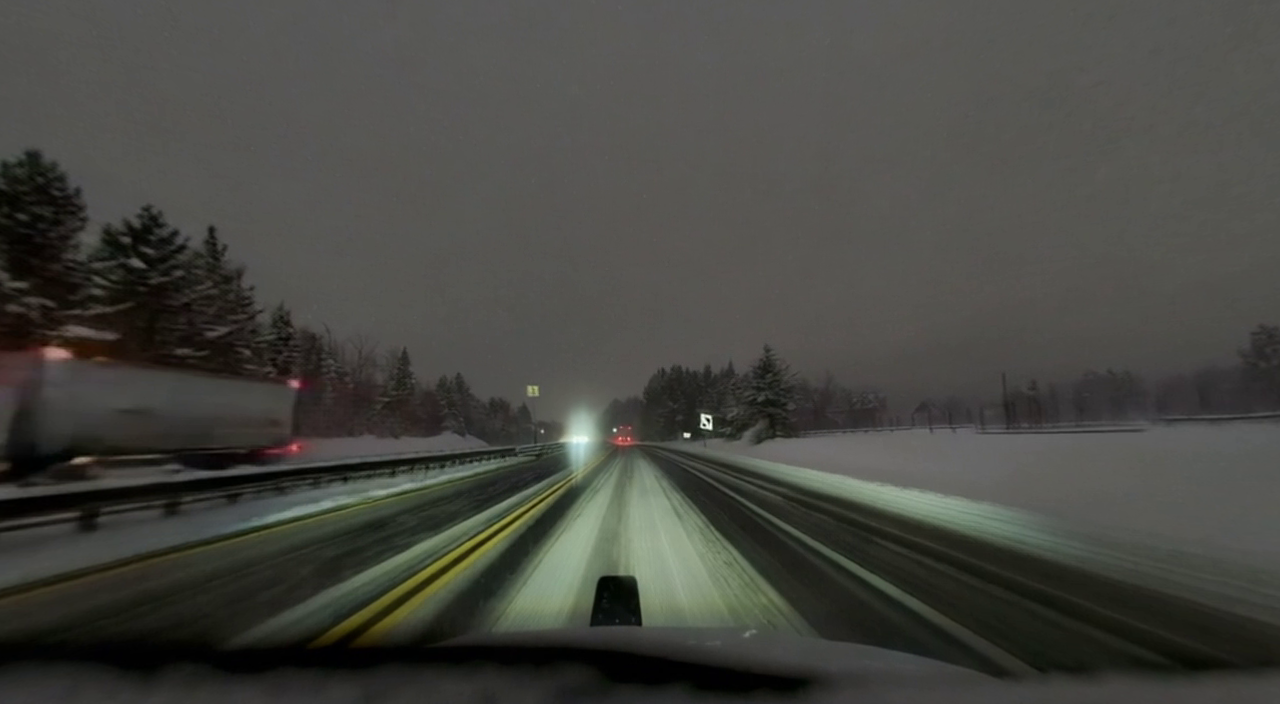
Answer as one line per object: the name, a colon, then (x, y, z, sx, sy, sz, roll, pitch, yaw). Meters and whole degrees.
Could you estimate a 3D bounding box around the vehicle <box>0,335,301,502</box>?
vehicle: (-17.246, 2.546, 22.291, 2.871, 4.062, 14.228, 0, -8, -1)
